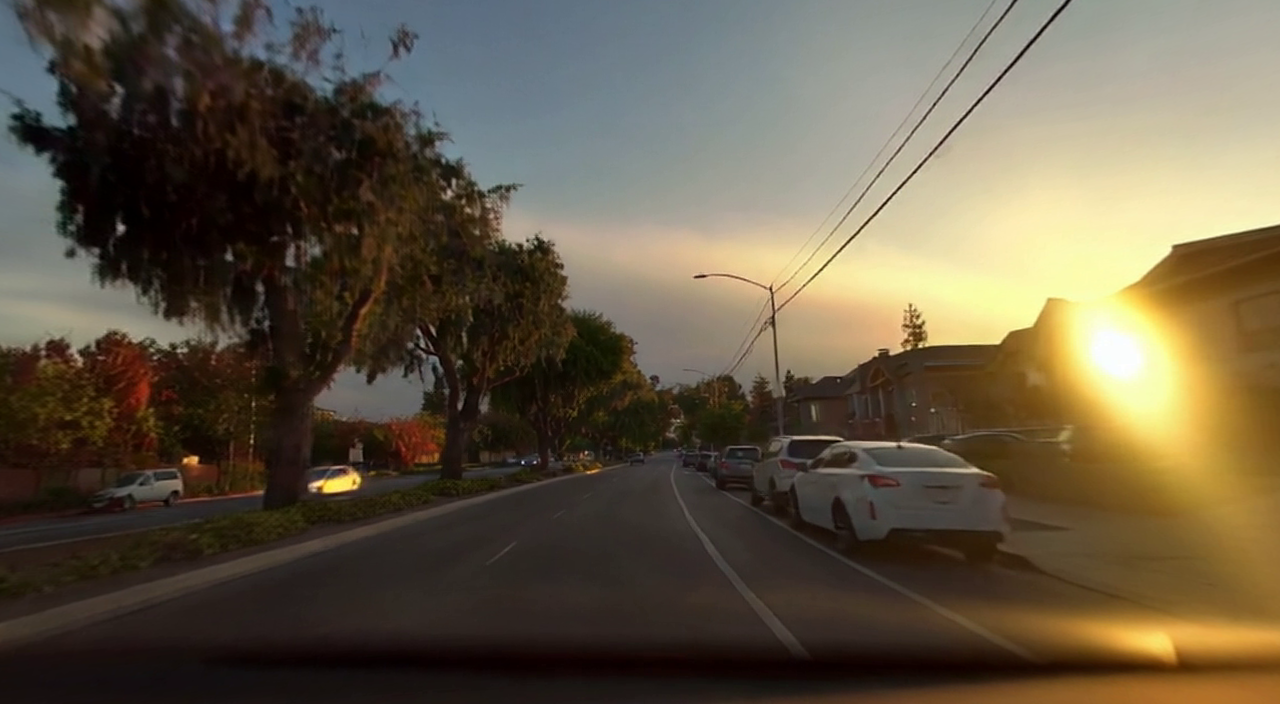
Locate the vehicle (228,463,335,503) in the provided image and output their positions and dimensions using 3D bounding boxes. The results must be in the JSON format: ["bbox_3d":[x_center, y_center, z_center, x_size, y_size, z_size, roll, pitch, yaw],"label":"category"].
[{"bbox_3d":[-16.194,5.921,28.845,1.946,1.492,4.794,-1,-8,2],"label":"vehicle"}]

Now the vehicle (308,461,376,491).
[{"bbox_3d":[-18.960,7.874,40.309,2.013,1.667,4.412,-1,-8,3],"label":"vehicle"}]

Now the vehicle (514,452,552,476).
[{"bbox_3d":[-8.329,8.724,49.361,2.331,1.696,4.861,0,-8,-3],"label":"vehicle"}]

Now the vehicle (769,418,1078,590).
[{"bbox_3d":[3.441,1.933,9.113,2.078,1.738,5.133,0,-8,0],"label":"vehicle"}]

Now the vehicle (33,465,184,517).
[{"bbox_3d":[-24.045,6.276,28.893,2.305,1.919,5.187,-1,-8,2],"label":"vehicle"}]
